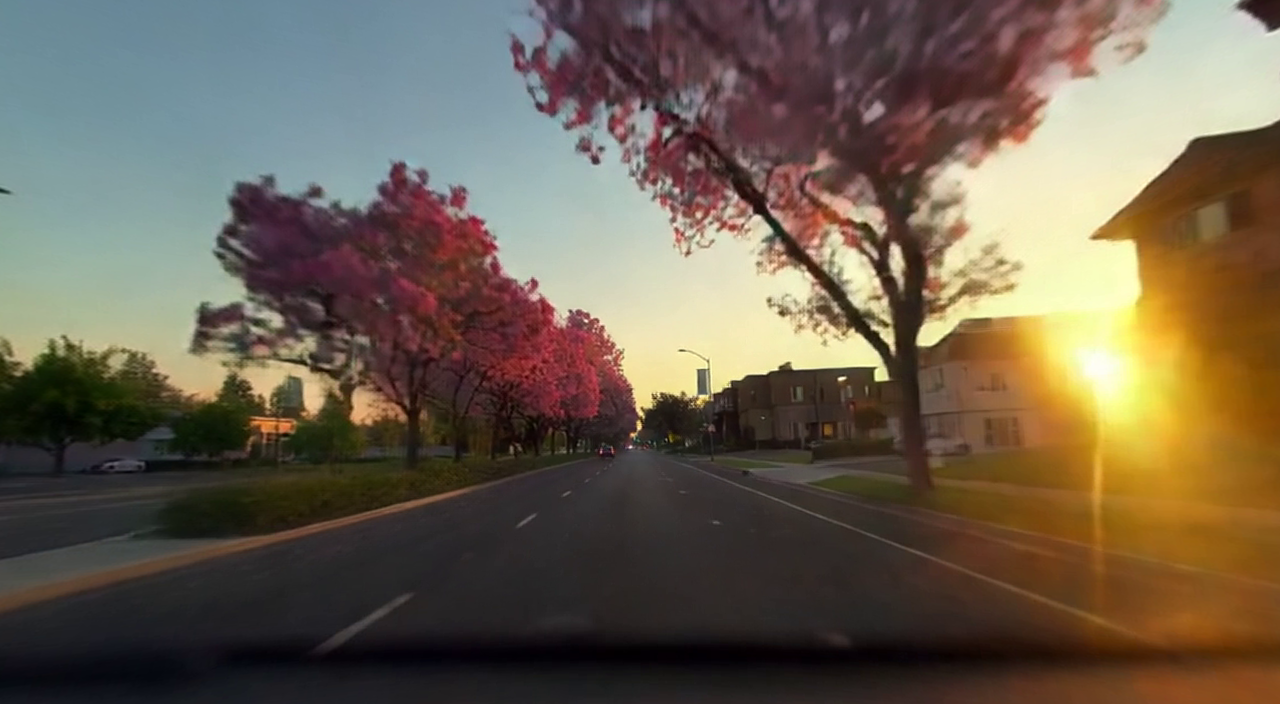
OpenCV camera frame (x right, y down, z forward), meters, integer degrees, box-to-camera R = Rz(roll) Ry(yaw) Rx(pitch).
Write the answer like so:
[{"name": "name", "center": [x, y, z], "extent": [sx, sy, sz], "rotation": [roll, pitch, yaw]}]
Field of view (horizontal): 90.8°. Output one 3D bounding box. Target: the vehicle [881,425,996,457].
[{"name": "vehicle", "center": [15.170, 4.558, 32.358], "extent": [4.877, 1.592, 1.913], "rotation": [0, -8, 2]}]
